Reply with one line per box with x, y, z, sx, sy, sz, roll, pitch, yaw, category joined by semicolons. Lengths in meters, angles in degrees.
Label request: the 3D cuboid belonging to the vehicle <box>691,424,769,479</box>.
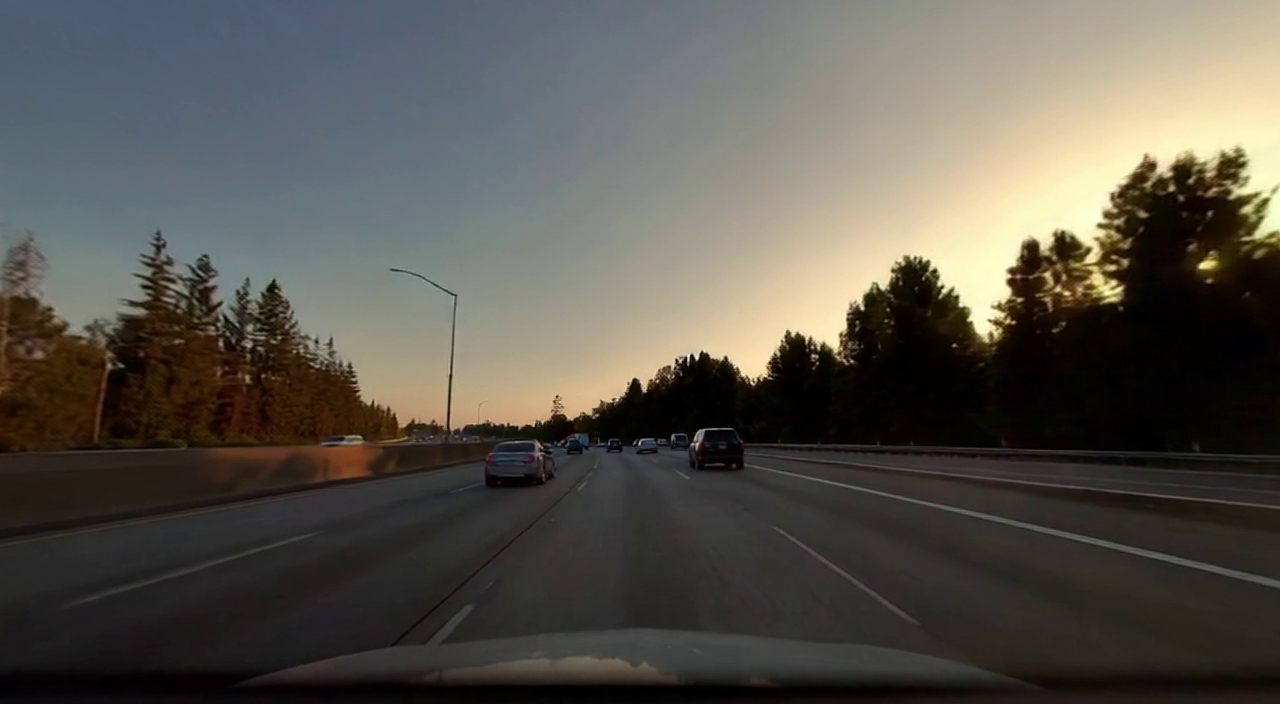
3.153;3.618;23.118;2.043;1.795;4.347;0;-8;-2;vehicle

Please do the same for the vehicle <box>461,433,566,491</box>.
-3.576;3.216;18.851;2.183;1.486;4.848;0;-8;0;vehicle
